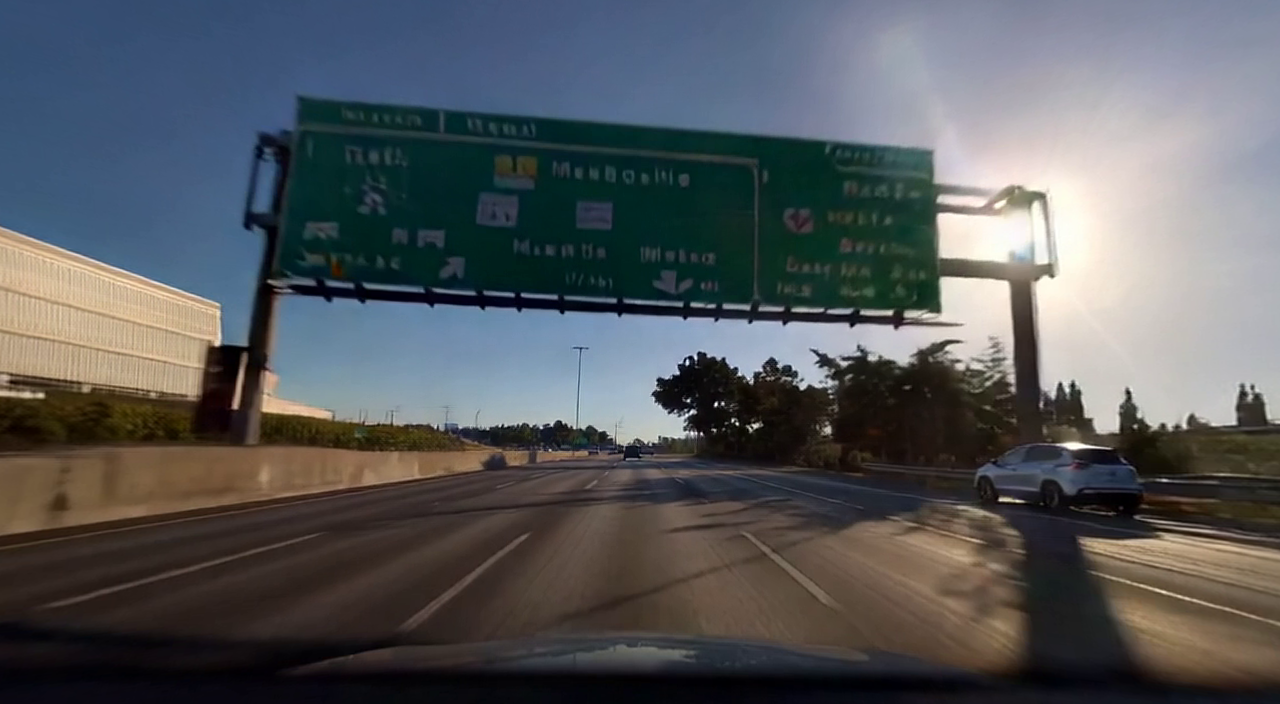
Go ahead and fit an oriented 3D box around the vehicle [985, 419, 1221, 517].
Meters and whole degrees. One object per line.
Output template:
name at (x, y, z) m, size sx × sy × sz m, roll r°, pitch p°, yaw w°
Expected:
vehicle at (12.625, 3.202, 17.886) m, size 2.411 × 2.326 × 5.300 m, roll 0°, pitch -9°, yaw -3°
